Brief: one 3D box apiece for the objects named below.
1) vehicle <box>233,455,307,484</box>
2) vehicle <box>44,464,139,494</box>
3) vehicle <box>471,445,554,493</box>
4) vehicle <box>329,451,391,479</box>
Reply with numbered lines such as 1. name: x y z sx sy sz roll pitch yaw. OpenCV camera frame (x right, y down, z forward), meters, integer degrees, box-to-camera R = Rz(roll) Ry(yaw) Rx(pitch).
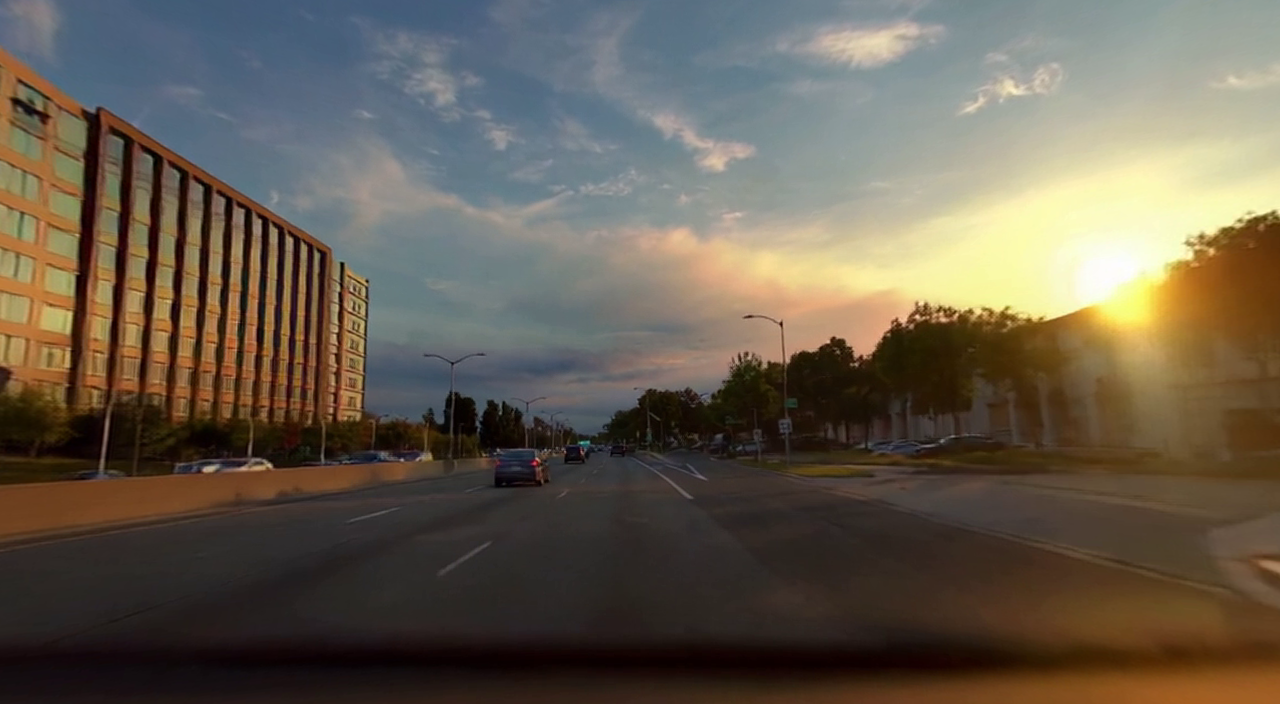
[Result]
1. vehicle: -22.982 7.310 39.458 1.891 1.625 4.366 0 -8 1
2. vehicle: -33.274 7.710 38.531 1.885 1.538 4.642 0 -8 -4
3. vehicle: -4.279 3.967 21.953 2.025 1.474 4.292 0 -8 0
4. vehicle: -19.236 7.739 43.658 2.121 1.682 4.696 -2 -8 1
